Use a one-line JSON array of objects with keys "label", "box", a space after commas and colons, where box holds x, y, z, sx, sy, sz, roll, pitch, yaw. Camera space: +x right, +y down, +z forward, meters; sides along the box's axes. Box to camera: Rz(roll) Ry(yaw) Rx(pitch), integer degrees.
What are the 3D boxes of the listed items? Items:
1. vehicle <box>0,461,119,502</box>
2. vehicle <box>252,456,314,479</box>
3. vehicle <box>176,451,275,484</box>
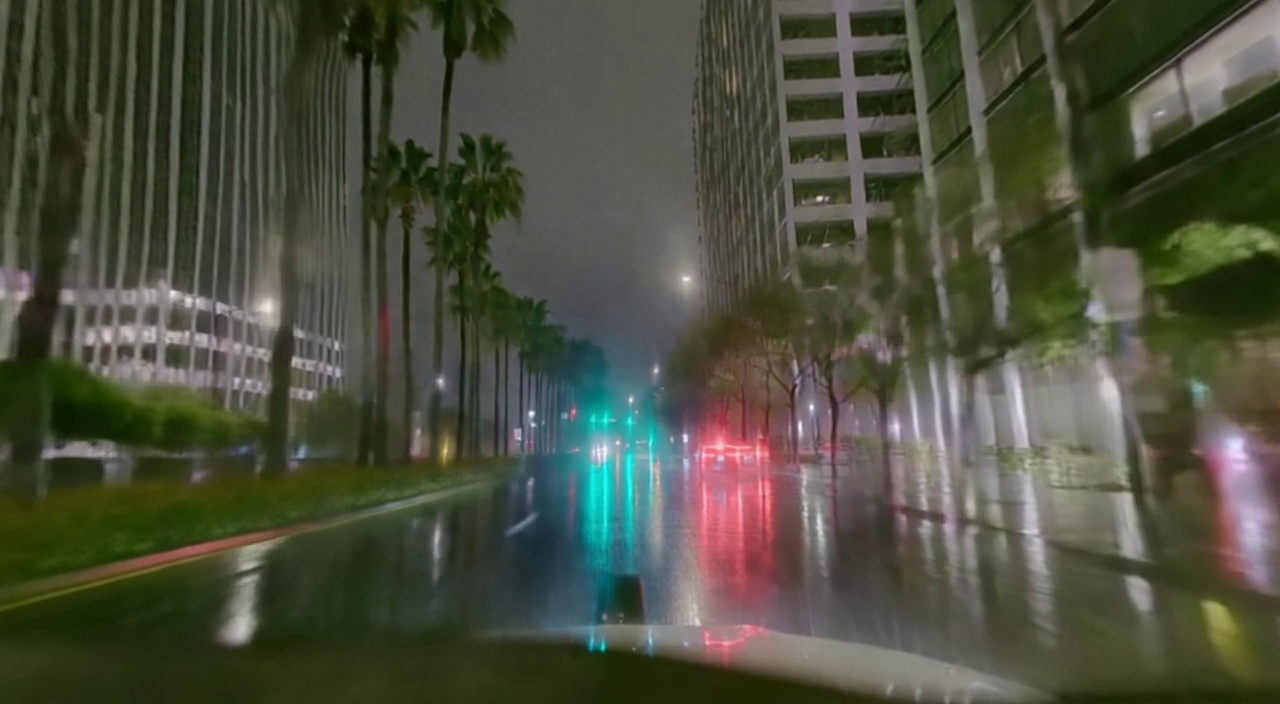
[{"label": "vehicle", "box": [-24.820, 5.380, 26.633, 2.080, 1.457, 4.424, 0, -9, -3]}, {"label": "vehicle", "box": [-24.579, 7.920, 43.655, 1.751, 1.424, 4.506, 0, -8, -1]}, {"label": "vehicle", "box": [-24.924, 6.933, 38.320, 2.062, 1.765, 5.897, 0, -9, -1]}]
